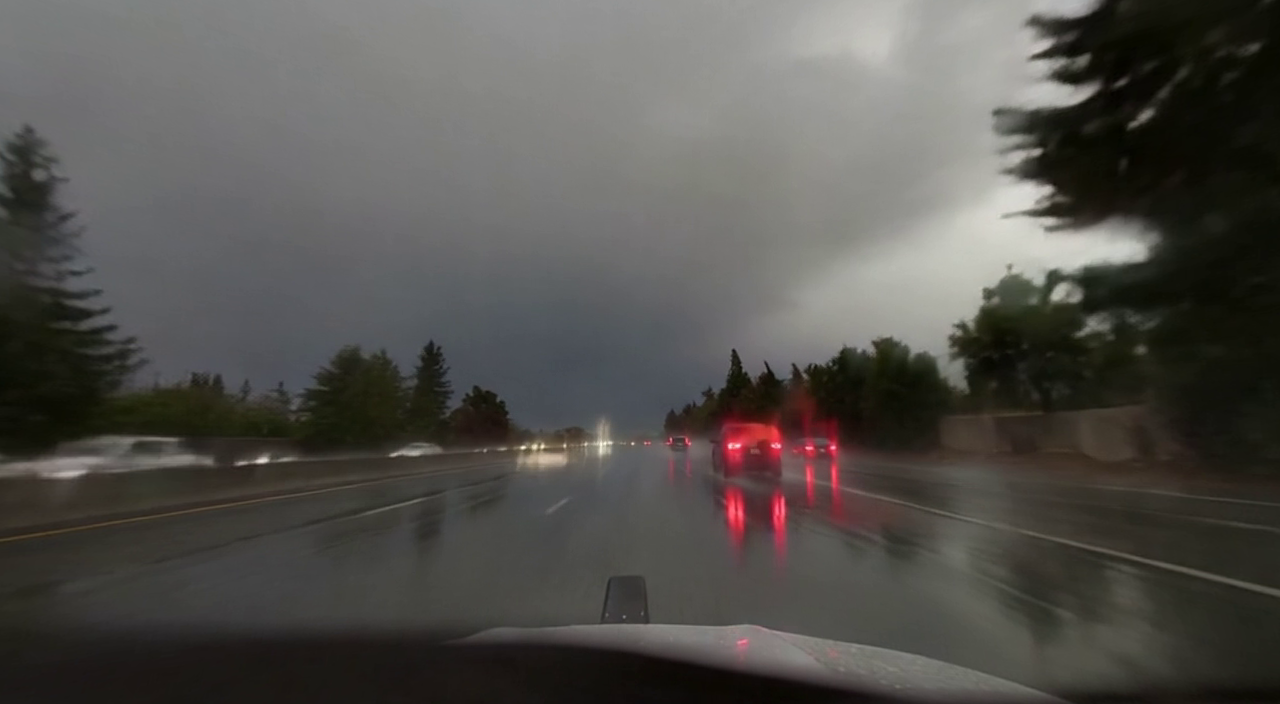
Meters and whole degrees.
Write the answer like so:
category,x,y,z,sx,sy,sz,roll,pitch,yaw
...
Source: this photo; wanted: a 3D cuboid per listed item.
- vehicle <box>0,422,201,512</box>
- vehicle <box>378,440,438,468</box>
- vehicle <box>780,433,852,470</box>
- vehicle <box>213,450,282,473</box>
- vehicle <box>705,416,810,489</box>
category,x,y,z,sx,sy,sz,roll,pitch,yaw
vehicle,-14.160,2.775,15.810,2.297,1.834,5.498,0,-8,0
vehicle,-14.291,6.291,39.114,1.978,1.626,4.596,0,-8,0
vehicle,8.439,4.797,30.650,2.045,1.658,4.598,0,-8,-2
vehicle,-28.503,7.958,45.996,1.902,1.475,4.778,-1,-8,0
vehicle,3.471,3.135,19.967,2.218,1.964,5.662,0,-8,0
